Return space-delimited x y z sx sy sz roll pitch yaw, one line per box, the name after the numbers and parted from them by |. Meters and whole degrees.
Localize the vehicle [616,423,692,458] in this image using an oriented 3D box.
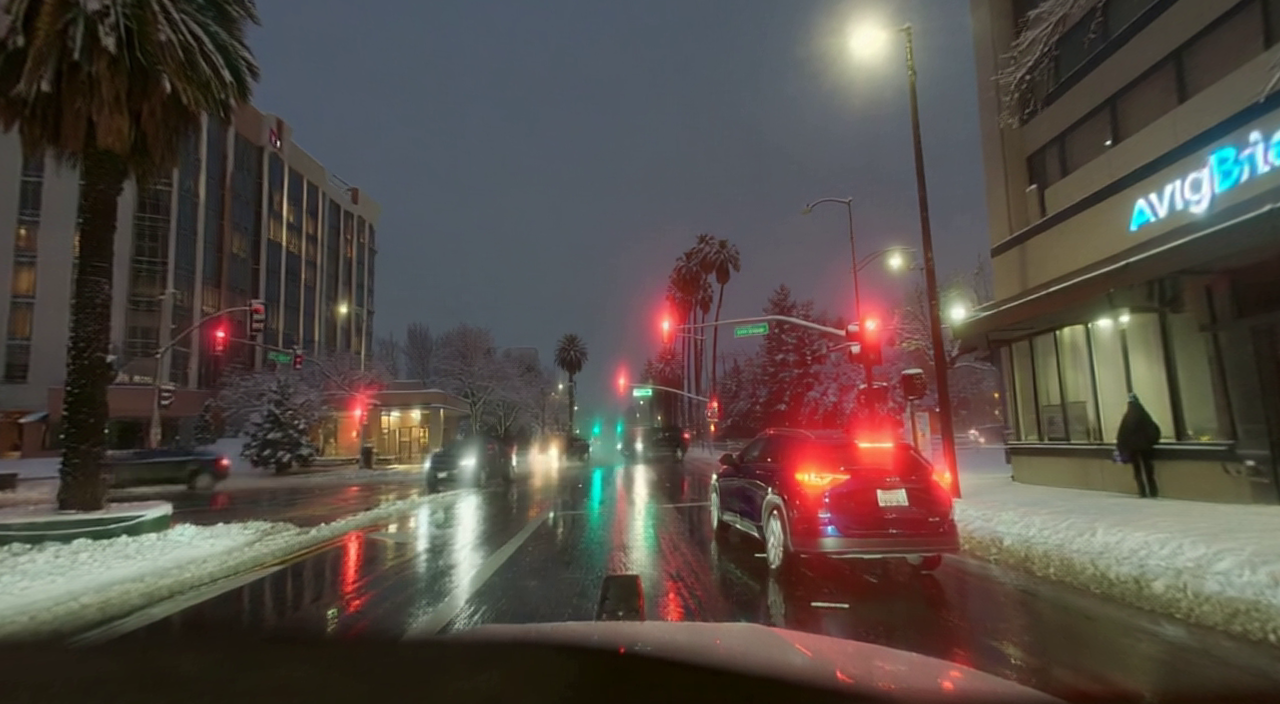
0.962 5.461 38.998 2.190 1.964 5.614 -5 -10 30 | vehicle

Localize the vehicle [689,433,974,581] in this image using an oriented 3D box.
2.169 1.920 8.862 2.090 1.466 4.676 1 -8 -7 | vehicle

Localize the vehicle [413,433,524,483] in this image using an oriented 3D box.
-5.585 3.513 21.206 2.052 1.478 4.395 -1 -8 7 | vehicle

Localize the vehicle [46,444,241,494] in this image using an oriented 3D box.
-16.819 3.919 21.674 1.896 1.492 4.808 -6 -10 35 | vehicle

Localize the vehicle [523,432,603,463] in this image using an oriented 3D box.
-4.725 5.941 39.481 2.029 1.822 5.090 -6 -10 35 | vehicle
